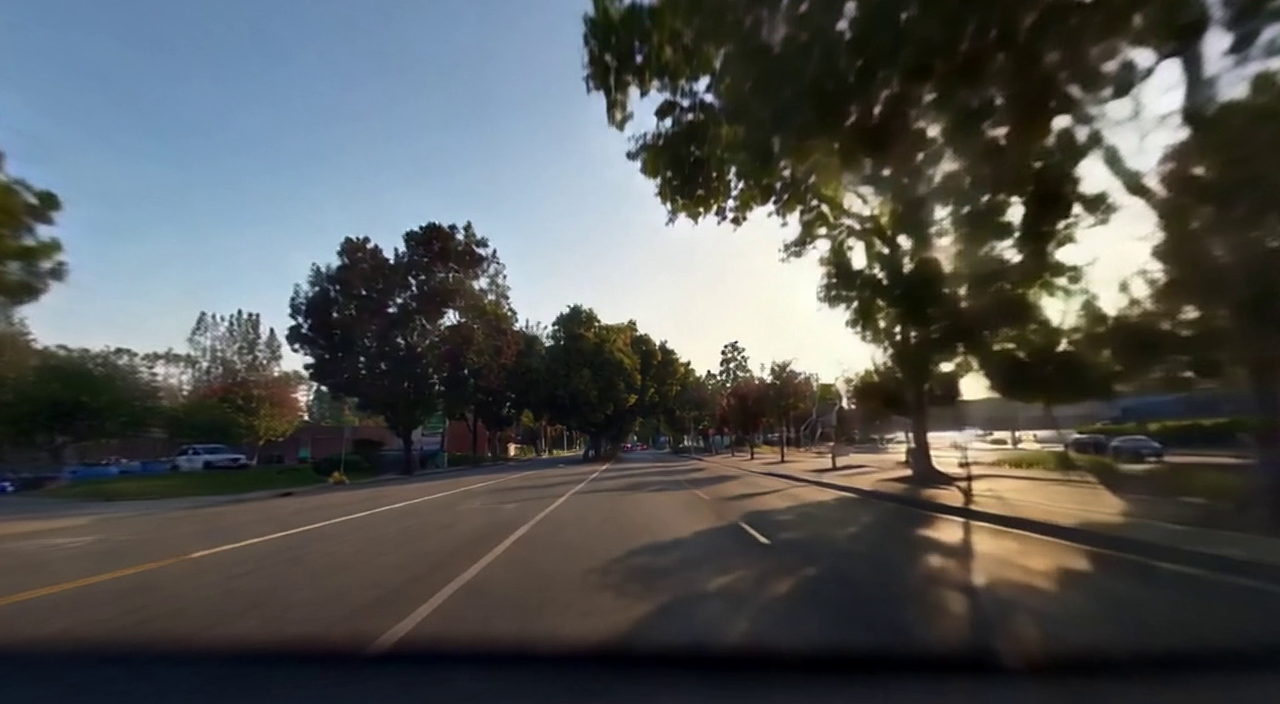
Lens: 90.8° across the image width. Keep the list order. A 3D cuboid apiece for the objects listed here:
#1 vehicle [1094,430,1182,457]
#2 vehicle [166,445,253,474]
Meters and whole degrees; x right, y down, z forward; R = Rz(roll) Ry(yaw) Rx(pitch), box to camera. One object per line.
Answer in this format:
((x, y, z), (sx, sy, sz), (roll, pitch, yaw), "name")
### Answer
((33.938, 6.240, 43.206), (1.999, 1.674, 4.627), (-2, -8, -4), "vehicle")
((-23.824, 5.934, 35.017), (3.548, 1.544, 1.641), (0, -8, 1), "vehicle")
